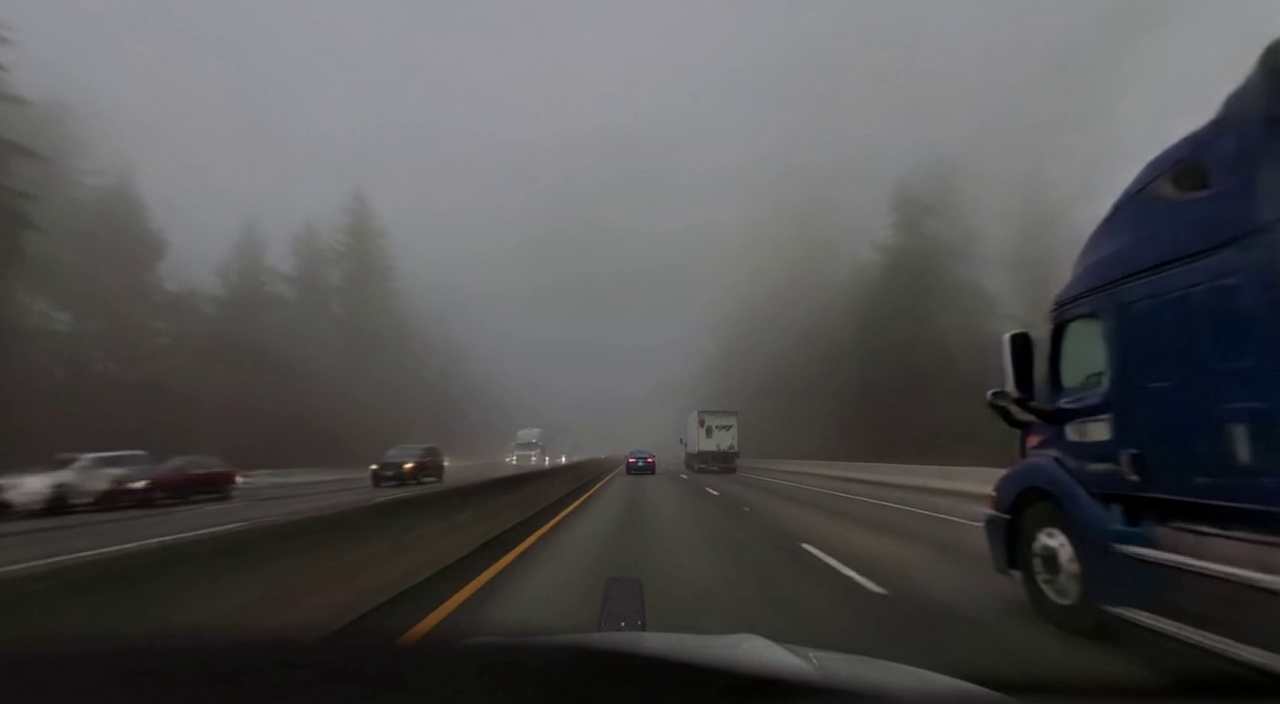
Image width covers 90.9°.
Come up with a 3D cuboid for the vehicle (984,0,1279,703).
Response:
[{"bbox_3d":[4.461,-0.273,2.091,3.041,3.923,6.030,0,-9,0],"label":"vehicle"}]

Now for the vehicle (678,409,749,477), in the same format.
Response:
[{"bbox_3d":[4.408,5.938,40.728,2.885,3.679,12.102,0,-9,-1],"label":"vehicle"}]

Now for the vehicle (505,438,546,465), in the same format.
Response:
[{"bbox_3d":[-7.772,6.793,43.110,1.952,1.755,4.079,0,-9,0],"label":"vehicle"}]

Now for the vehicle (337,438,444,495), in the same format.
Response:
[{"bbox_3d":[-8.229,3.807,21.180,2.028,1.702,3.667,0,-9,1],"label":"vehicle"}]

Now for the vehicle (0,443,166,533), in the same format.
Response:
[{"bbox_3d":[-12.403,2.686,12.810,1.922,1.586,4.633,0,-9,0],"label":"vehicle"}]

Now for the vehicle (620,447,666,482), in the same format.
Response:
[{"bbox_3d":[0.131,5.104,28.835,1.939,1.495,3.612,0,-9,0],"label":"vehicle"}]
